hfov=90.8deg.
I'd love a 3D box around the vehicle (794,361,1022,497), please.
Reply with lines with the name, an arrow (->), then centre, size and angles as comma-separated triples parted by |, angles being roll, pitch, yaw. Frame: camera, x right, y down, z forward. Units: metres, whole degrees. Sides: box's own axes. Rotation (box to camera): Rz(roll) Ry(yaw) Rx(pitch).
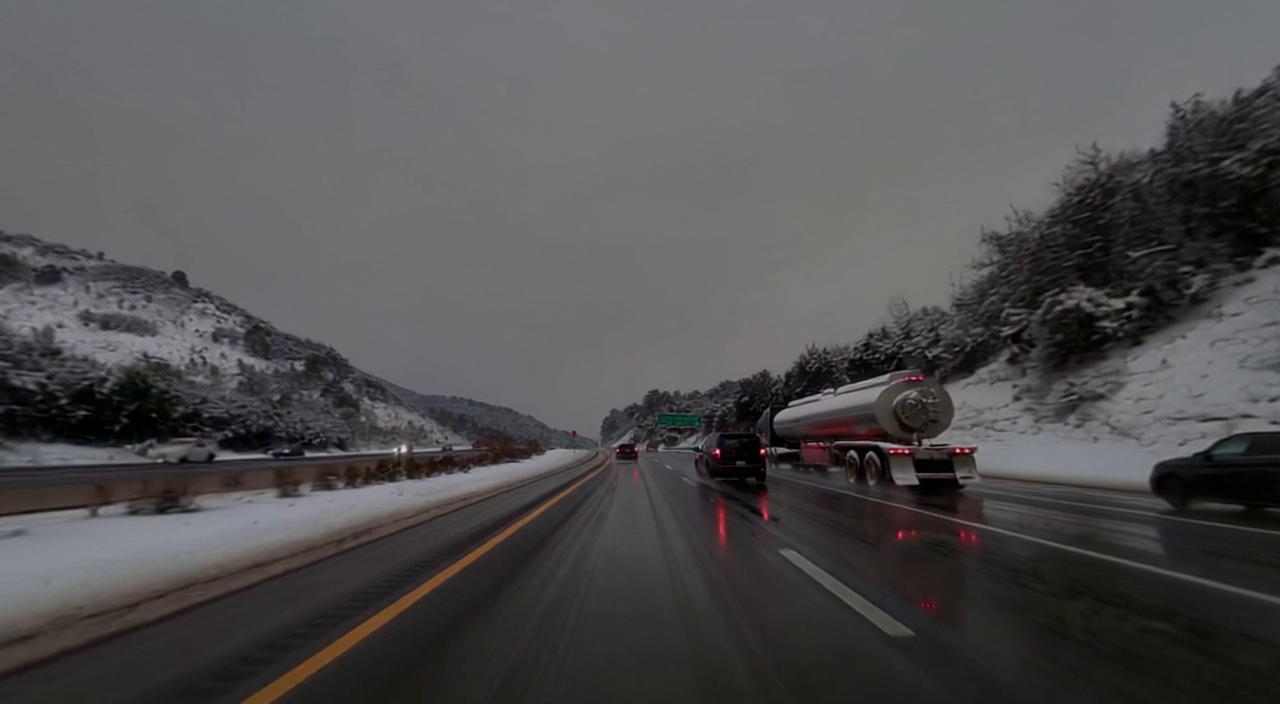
vehicle -> 7.514, 2.544, 19.928 | 2.805, 3.212, 9.978 | 0, -9, 0

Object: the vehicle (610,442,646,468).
vehicle -> -0.740, 6.159, 37.864 | 2.083, 1.477, 3.965 | 0, -9, -2

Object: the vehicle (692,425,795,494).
vehicle -> 2.891, 3.139, 18.767 | 2.098, 1.794, 4.561 | 0, -9, -2

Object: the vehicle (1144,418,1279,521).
vehicle -> 11.181, 1.907, 10.276 | 2.008, 1.624, 4.667 | 0, -9, -1
